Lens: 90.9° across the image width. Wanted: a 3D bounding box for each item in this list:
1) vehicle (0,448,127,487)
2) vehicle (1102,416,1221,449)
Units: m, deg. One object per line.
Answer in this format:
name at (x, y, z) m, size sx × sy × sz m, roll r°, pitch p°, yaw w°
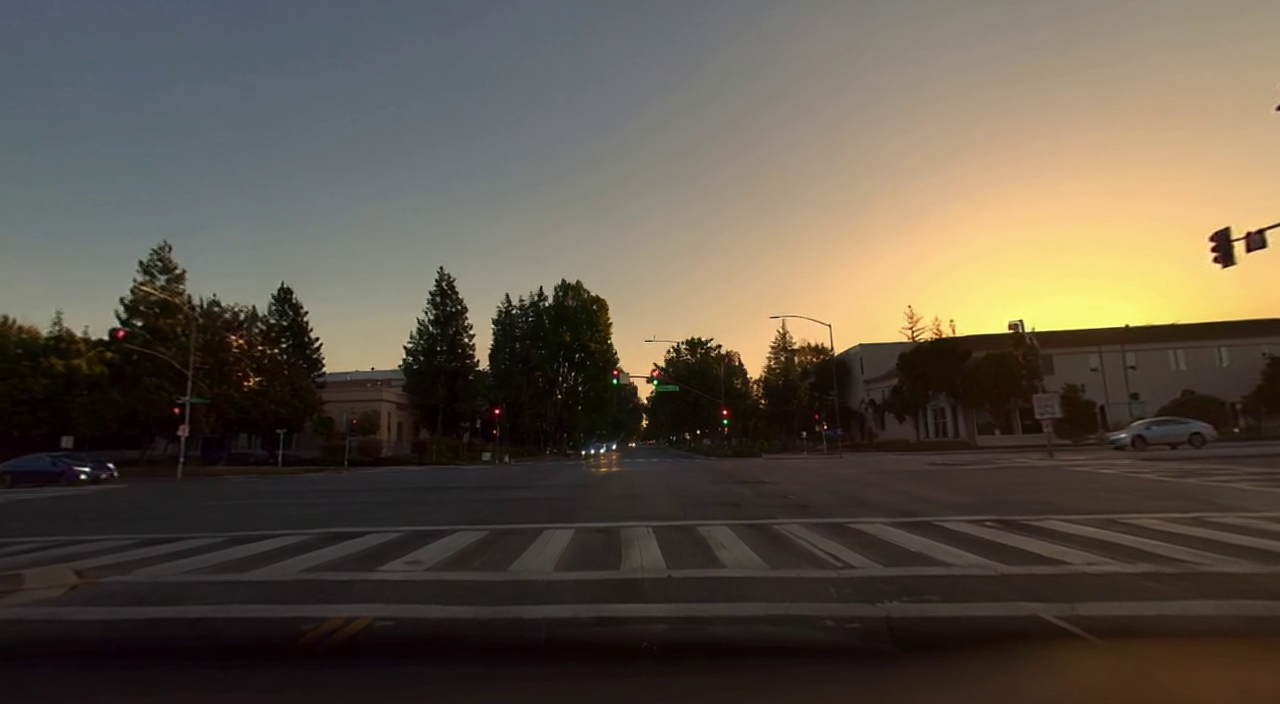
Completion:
vehicle at (-25.182, 4.964, 27.257) m, size 4.332 × 1.573 × 1.900 m, roll 0°, pitch -8°, yaw 3°
vehicle at (27.440, 4.276, 33.285) m, size 4.483 × 1.691 × 1.949 m, roll 0°, pitch -8°, yaw 2°
